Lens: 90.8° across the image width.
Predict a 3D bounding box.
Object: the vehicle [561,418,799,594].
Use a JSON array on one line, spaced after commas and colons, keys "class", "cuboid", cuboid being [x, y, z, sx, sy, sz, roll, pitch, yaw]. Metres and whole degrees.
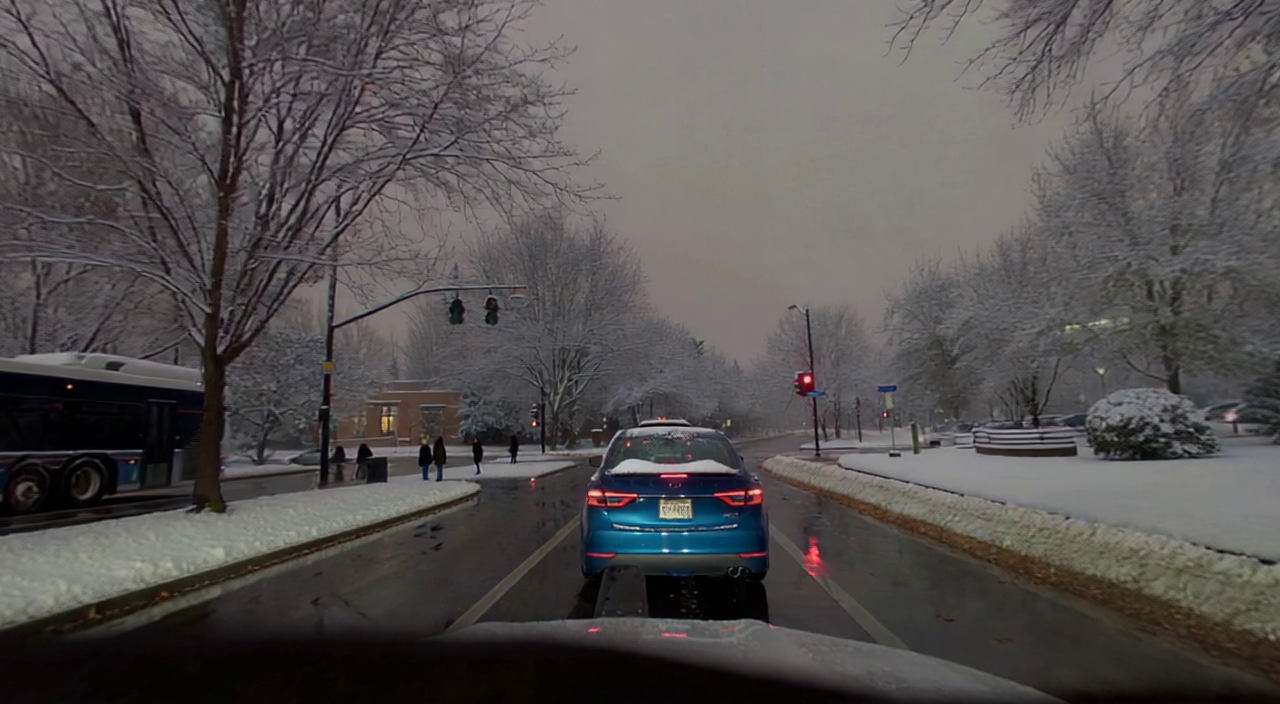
[{"class": "vehicle", "cuboid": [0.382, 1.611, 7.407, 2.035, 1.499, 3.799, 0, -8, 1]}]
